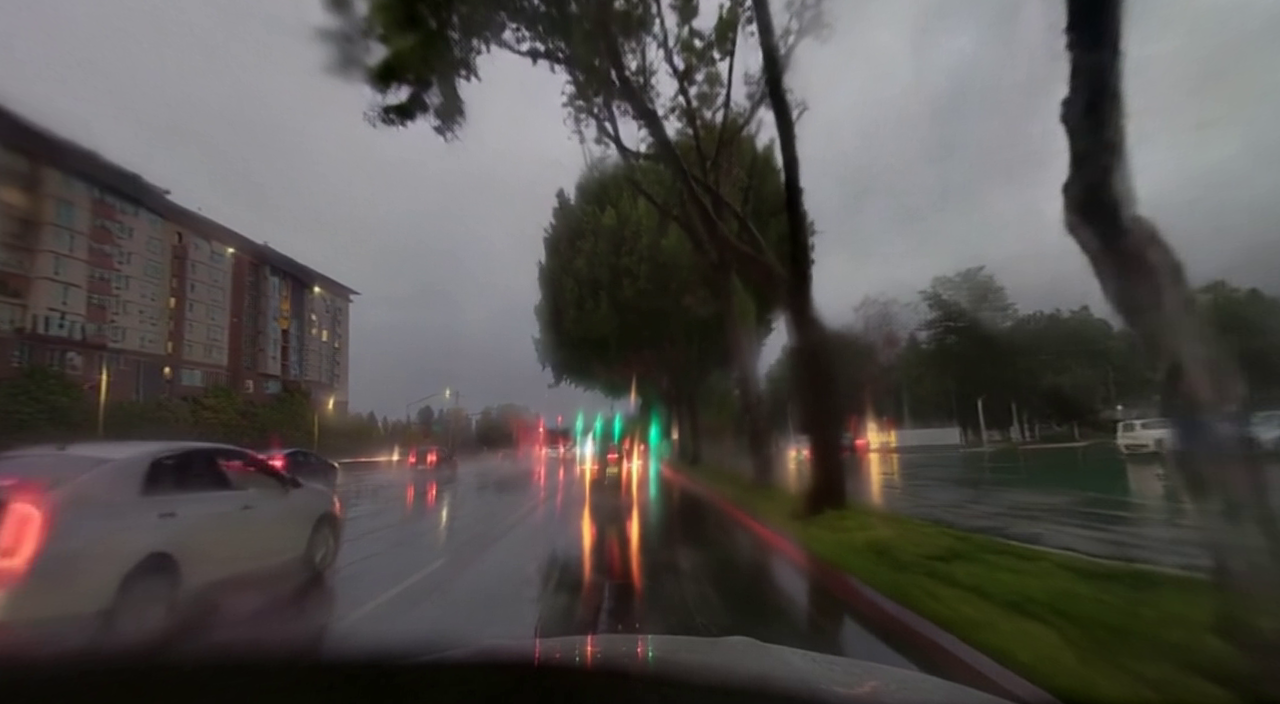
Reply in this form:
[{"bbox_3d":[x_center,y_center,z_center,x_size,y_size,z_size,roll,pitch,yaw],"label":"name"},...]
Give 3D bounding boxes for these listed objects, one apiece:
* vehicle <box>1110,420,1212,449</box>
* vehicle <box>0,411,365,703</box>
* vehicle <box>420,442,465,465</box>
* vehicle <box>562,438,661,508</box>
[{"bbox_3d":[26.633,4.248,32.350,3.719,1.416,1.741,0,-9,-5],"label":"vehicle"},{"bbox_3d":[-4.218,1.353,4.976,2.032,1.515,4.641,0,-9,0],"label":"vehicle"},{"bbox_3d":[-15.345,7.939,49.220,2.064,1.686,4.380,0,-9,0],"label":"vehicle"},{"bbox_3d":[-0.664,2.930,15.708,2.099,1.469,4.389,0,-9,-1],"label":"vehicle"}]
